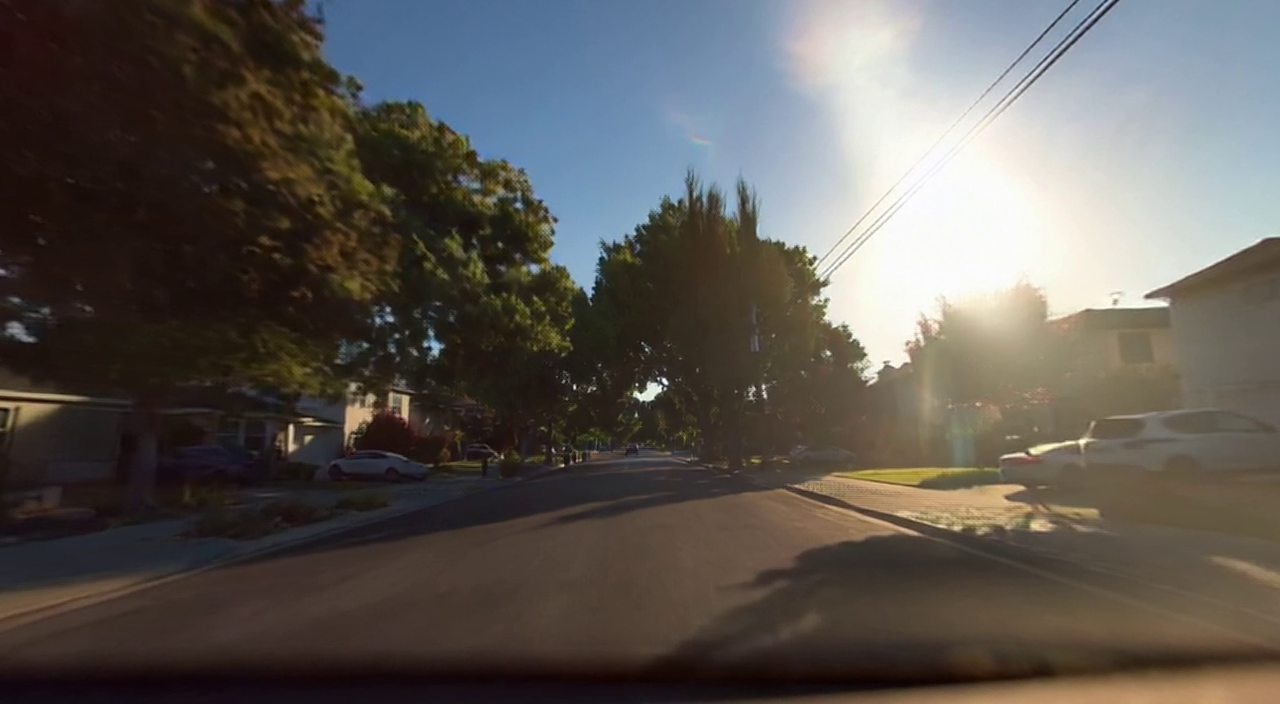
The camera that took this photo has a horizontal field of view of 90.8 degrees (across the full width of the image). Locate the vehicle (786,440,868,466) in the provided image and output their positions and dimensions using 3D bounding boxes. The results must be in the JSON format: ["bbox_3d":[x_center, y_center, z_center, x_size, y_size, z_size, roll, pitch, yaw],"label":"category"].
[{"bbox_3d":[11.927,6.480,40.483,4.626,1.541,1.866,1,-9,-2],"label":"vehicle"}]

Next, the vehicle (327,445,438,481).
[{"bbox_3d":[-13.297,5.760,32.918,4.887,1.788,2.006,1,-8,-3],"label":"vehicle"}]

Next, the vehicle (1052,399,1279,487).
[{"bbox_3d":[12.957,2.131,14.707,5.049,1.845,2.327,0,-9,0],"label":"vehicle"}]
